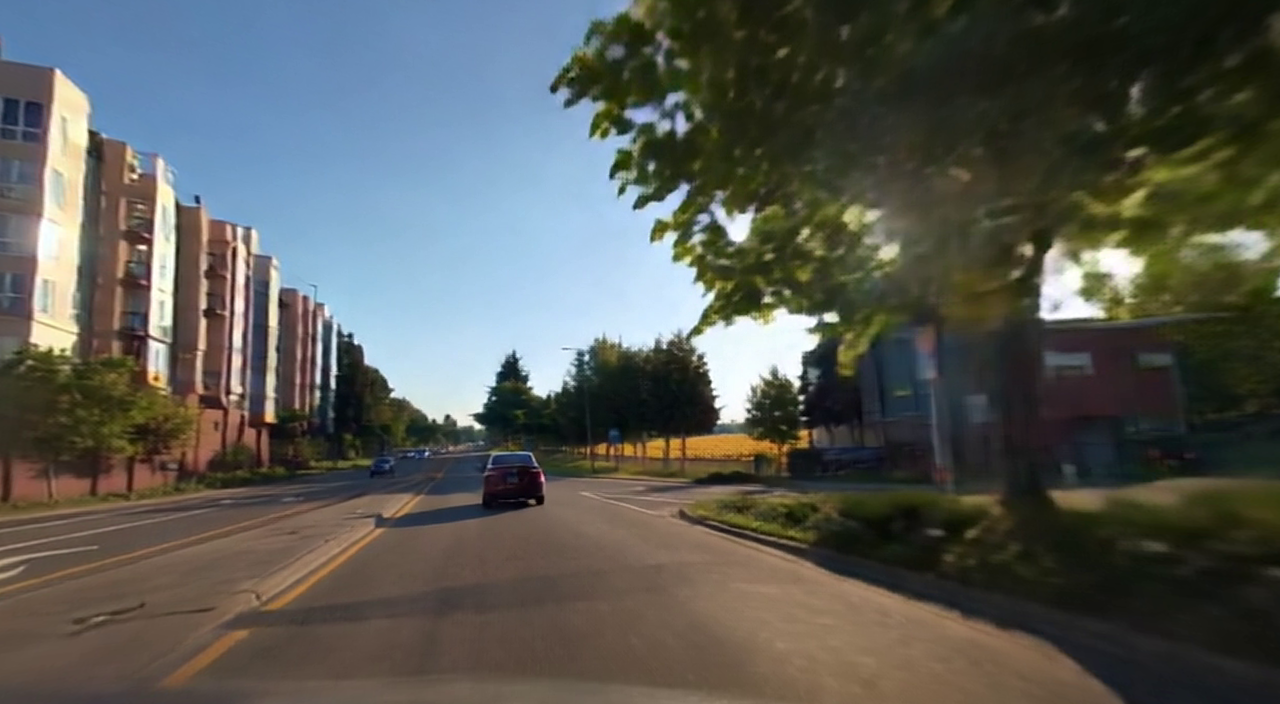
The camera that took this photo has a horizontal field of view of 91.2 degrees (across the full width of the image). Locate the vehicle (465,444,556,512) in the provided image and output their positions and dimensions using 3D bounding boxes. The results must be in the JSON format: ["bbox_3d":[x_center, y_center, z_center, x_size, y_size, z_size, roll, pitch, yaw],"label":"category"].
[{"bbox_3d":[-3.491,3.211,16.410,2.014,1.525,3.670,2,-9,-16],"label":"vehicle"}]
